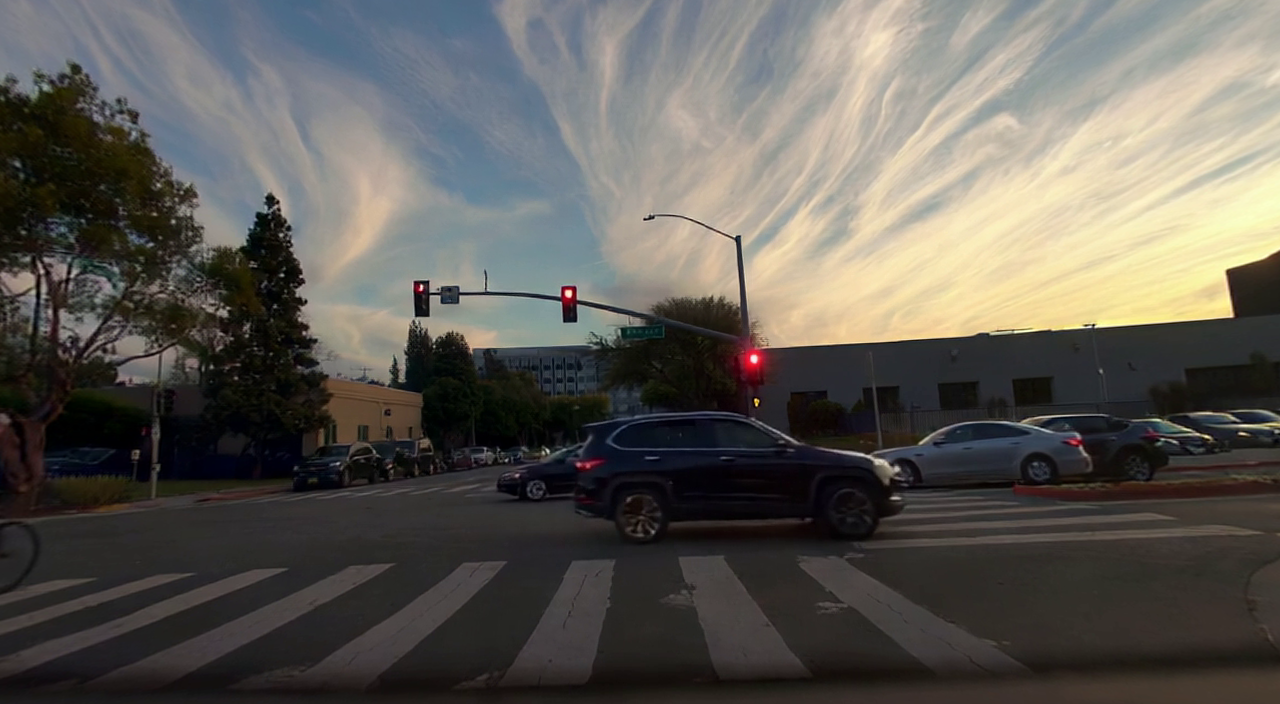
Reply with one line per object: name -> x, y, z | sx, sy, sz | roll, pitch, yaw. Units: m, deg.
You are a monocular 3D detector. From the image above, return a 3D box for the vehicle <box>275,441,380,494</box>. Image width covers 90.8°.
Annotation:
vehicle -> -13.729, 5.056, 28.147 | 2.251, 1.957, 4.968 | -4, -9, -1

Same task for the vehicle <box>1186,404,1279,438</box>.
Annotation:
vehicle -> 34.911, 4.015, 36.641 | 4.326, 1.511, 1.725 | -8, -9, 17

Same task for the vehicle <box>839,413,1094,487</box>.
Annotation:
vehicle -> 6.724, 2.143, 13.530 | 4.385, 1.419, 1.855 | -1, -12, 7

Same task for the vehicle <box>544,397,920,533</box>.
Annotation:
vehicle -> 1.278, 1.748, 9.840 | 5.122, 1.781, 2.098 | -2, -9, 6

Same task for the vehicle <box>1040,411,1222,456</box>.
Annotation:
vehicle -> 16.961, 2.904, 22.106 | 4.560, 1.453, 1.851 | -3, -9, 18

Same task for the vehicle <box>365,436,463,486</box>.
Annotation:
vehicle -> -10.172, 4.949, 29.056 | 2.475, 1.940, 5.702 | -3, -9, 0
